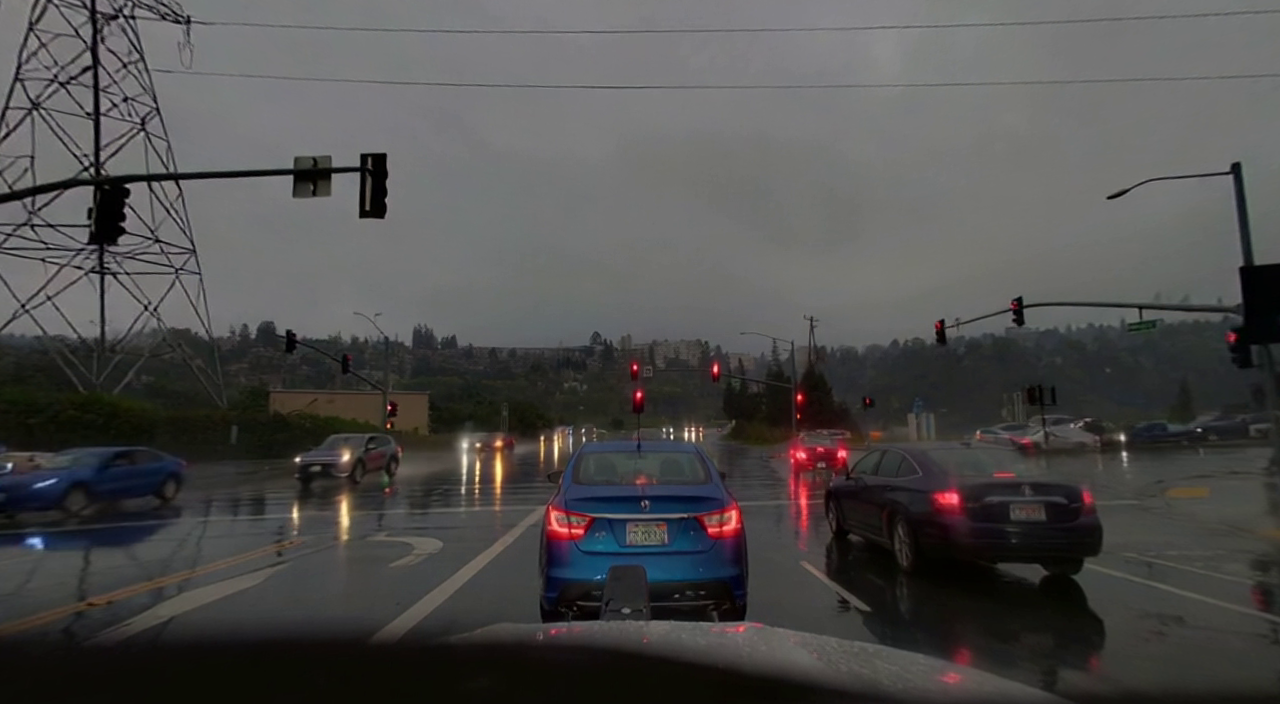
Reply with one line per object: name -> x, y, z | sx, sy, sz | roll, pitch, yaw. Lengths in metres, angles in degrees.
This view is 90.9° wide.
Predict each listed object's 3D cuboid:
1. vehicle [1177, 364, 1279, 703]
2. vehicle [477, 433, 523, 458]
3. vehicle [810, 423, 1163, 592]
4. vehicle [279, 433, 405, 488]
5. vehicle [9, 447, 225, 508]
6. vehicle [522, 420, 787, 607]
vehicle -> 3.401, 0.590, 0.630 | 1.926, 1.614, 4.330 | 0, -8, 1
vehicle -> -9.065, 6.096, 41.170 | 1.910, 1.537, 4.123 | -1, -8, 3
vehicle -> 3.645, 1.684, 7.724 | 1.835, 1.473, 4.190 | 0, -8, -2
vehicle -> -9.621, 3.514, 20.796 | 1.910, 1.597, 4.334 | -1, -8, 2
vehicle -> -14.275, 3.410, 17.665 | 2.089, 1.464, 4.520 | -1, -8, 1
vehicle -> 0.104, 1.597, 7.131 | 2.117, 1.474, 4.036 | 0, -8, 0
